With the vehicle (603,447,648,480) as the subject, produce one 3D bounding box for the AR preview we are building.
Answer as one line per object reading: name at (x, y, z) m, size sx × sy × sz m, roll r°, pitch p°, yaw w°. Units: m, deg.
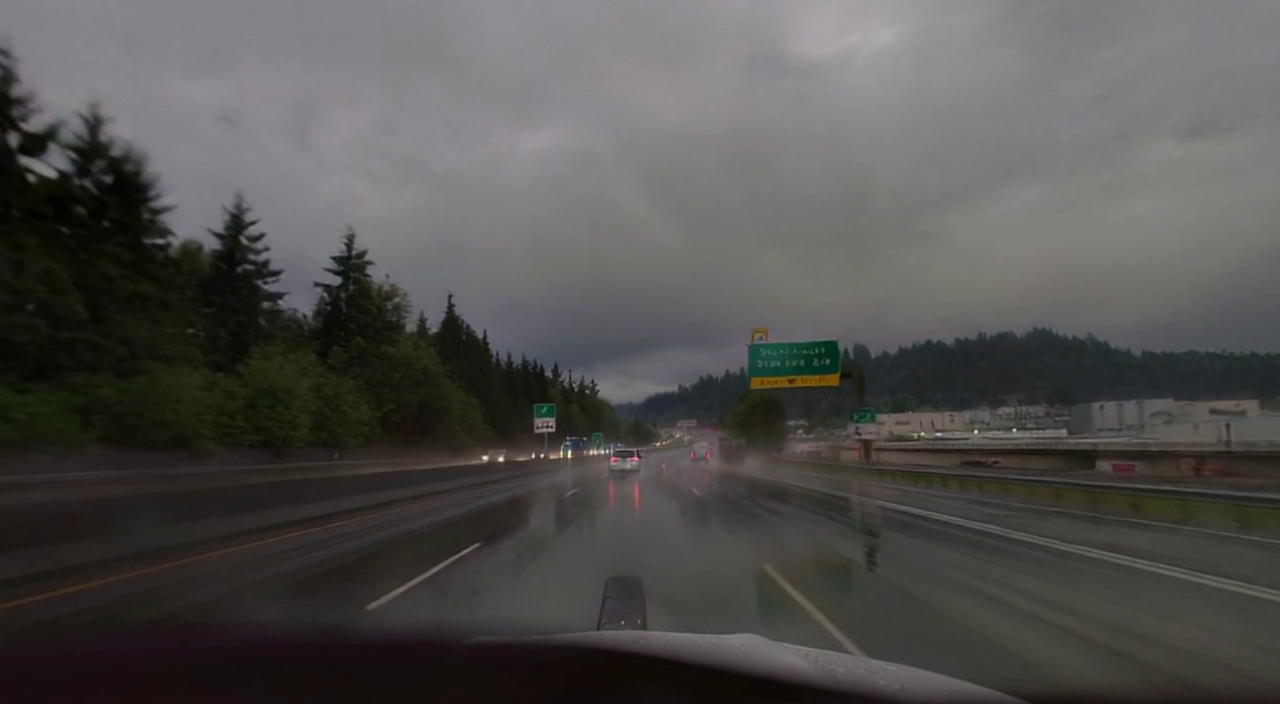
vehicle at (-0.675, 5.639, 32.109) m, size 2.035 × 1.513 × 4.272 m, roll -1°, pitch -9°, yaw 2°
